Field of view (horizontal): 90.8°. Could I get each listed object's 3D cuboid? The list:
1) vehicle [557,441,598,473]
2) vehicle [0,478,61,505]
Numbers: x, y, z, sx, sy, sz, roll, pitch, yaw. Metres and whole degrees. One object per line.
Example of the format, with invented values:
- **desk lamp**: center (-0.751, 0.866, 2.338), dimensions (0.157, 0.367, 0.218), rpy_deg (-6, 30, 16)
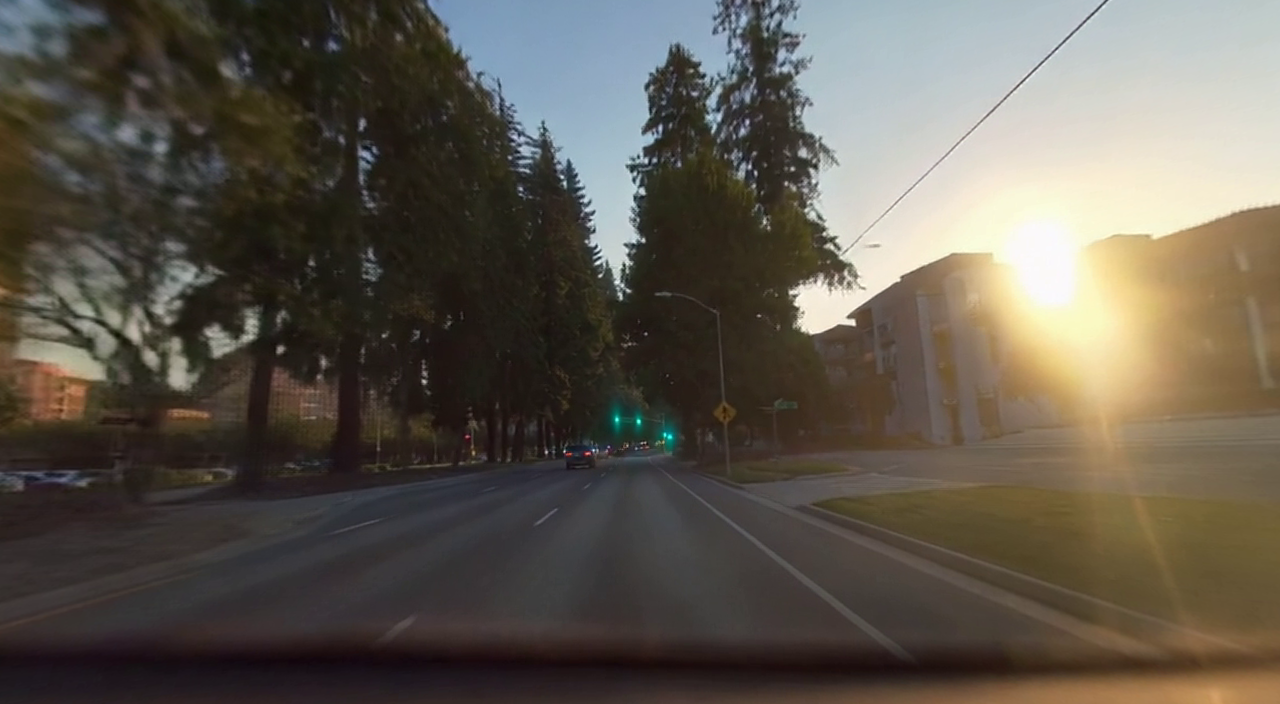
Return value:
- **vehicle**: center (-3.563, 6.072, 36.718), dimensions (1.959, 1.741, 4.141), rpy_deg (0, -8, 1)
- **vehicle**: center (-37.114, 8.156, 36.984), dimensions (4.309, 1.440, 2.070), rpy_deg (0, -9, 1)
